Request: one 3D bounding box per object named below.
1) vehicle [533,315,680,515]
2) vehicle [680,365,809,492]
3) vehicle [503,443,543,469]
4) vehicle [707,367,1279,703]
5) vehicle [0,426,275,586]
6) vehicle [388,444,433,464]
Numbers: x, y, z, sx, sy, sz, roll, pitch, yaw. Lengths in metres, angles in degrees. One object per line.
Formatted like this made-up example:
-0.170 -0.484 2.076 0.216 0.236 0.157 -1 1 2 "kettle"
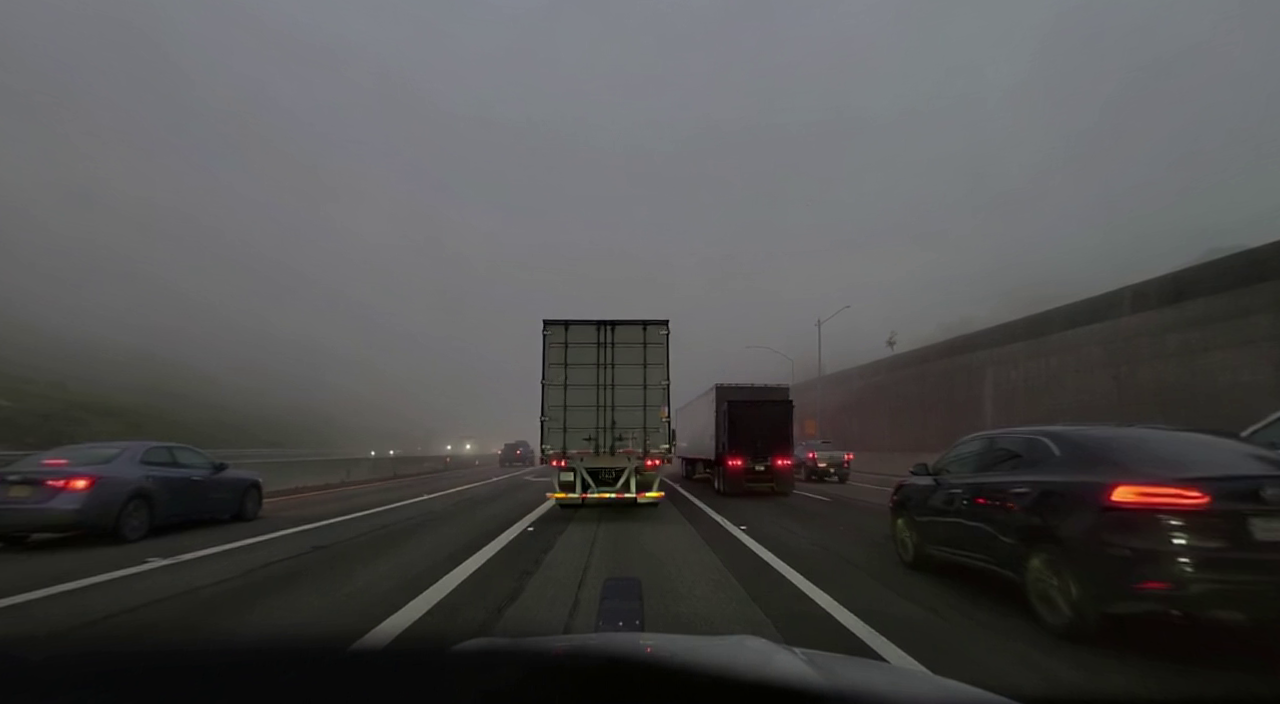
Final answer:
-0.715 2.037 18.169 2.906 4.040 10.743 0 -9 0 "vehicle"
3.158 2.734 21.776 2.669 3.491 8.645 0 -9 -2 "vehicle"
-8.289 7.442 45.247 2.088 1.726 4.545 0 -9 -2 "vehicle"
3.424 2.136 10.267 2.869 1.940 14.755 0 -9 -1 "vehicle"
-6.958 1.739 7.855 1.973 1.471 4.779 0 -9 0 "vehicle"
-17.395 7.748 48.111 1.918 1.450 4.441 0 -9 -3 "vehicle"
